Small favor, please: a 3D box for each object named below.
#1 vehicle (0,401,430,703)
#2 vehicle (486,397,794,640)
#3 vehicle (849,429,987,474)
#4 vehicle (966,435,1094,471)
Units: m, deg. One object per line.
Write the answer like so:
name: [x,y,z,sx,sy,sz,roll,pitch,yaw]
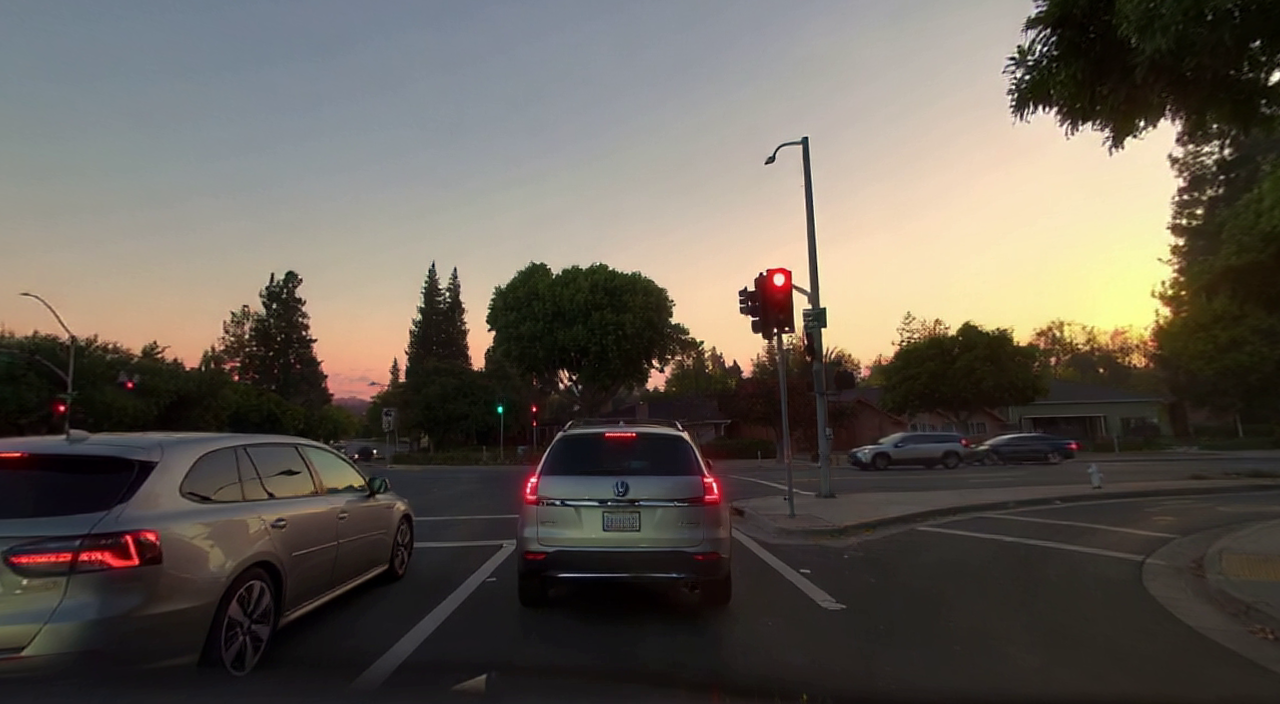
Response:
vehicle: [-3.299,1.271,4.727,2.035,1.492,4.415,0,-9,-2]
vehicle: [-0.142,1.469,6.572,2.154,1.670,4.140,1,-9,-4]
vehicle: [11.688,4.224,26.907,4.887,1.769,2.035,-1,-9,6]
vehicle: [18.174,4.719,29.654,4.639,1.621,1.867,-1,-9,6]
